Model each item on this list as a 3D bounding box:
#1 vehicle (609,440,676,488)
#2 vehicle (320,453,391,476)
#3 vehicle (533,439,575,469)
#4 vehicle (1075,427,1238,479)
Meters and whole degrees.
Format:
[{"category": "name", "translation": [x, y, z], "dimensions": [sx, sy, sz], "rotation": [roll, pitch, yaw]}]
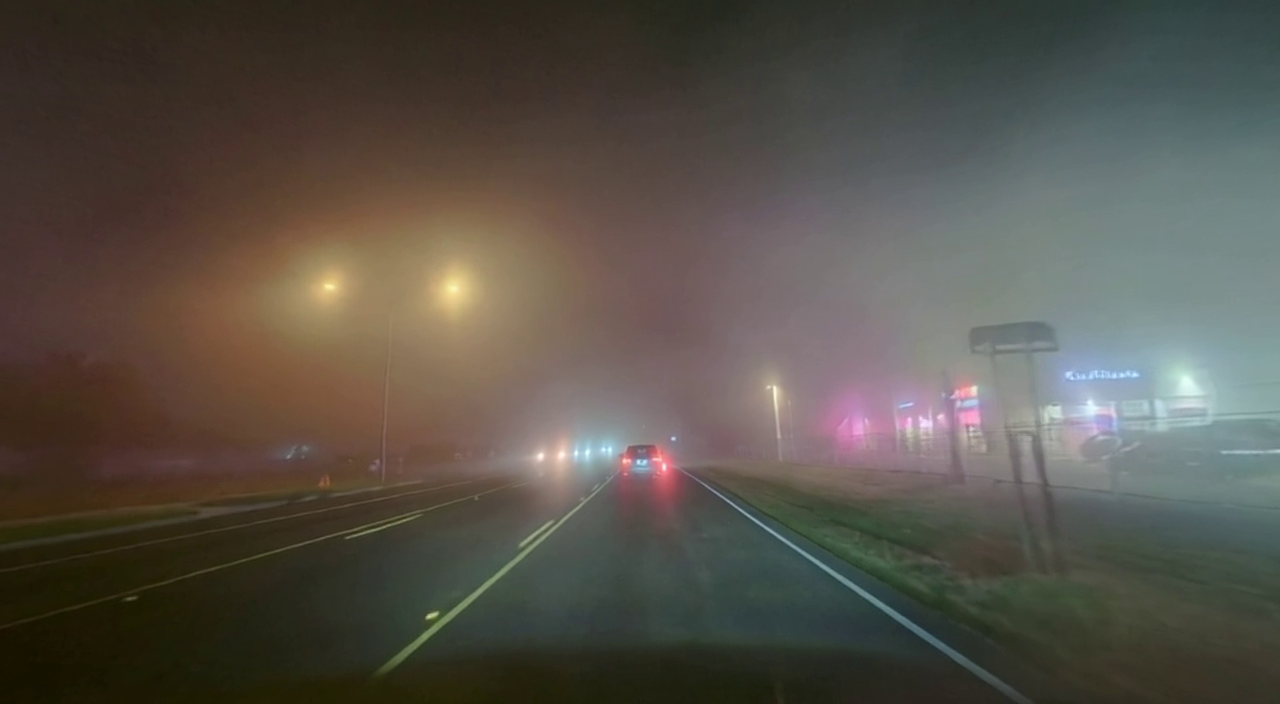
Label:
[{"category": "vehicle", "translation": [0.083, 3.893, 22.138], "dimensions": [2.144, 1.514, 4.063], "rotation": [0, -9, 0]}, {"category": "vehicle", "translation": [-20.275, 8.002, 44.761], "dimensions": [4.332, 1.560, 1.841], "rotation": [-2, -9, 15]}, {"category": "vehicle", "translation": [-6.513, 7.846, 48.447], "dimensions": [2.340, 2.103, 5.526], "rotation": [0, -9, 1]}, {"category": "vehicle", "translation": [18.833, 3.722, 23.264], "dimensions": [2.039, 1.705, 4.666], "rotation": [0, -9, 0]}]
